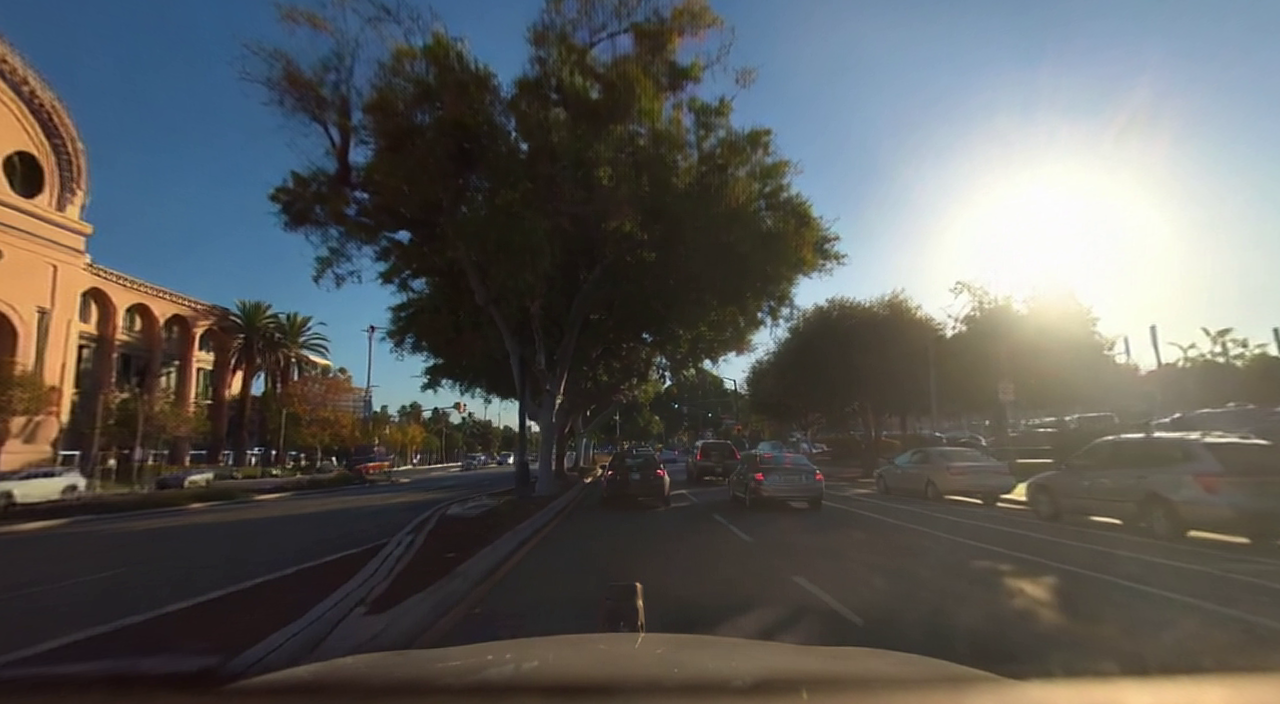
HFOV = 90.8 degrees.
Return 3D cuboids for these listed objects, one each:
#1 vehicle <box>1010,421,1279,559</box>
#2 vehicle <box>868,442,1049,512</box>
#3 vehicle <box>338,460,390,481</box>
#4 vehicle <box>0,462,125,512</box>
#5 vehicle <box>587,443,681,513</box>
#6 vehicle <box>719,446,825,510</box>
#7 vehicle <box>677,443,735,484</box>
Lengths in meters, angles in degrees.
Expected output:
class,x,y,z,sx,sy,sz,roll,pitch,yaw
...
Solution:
class,x,y,z,sx,sy,sz,roll,pitch,yaw
vehicle,8.532,2.094,10.370,1.994,1.715,4.777,0,-9,0
vehicle,8.161,3.222,16.873,1.970,1.559,4.911,1,-9,-5
vehicle,-21.136,9.068,48.582,1.935,1.479,4.453,0,-9,0
vehicle,-20.919,4.651,22.128,1.856,1.429,4.672,0,-9,-1
vehicle,-0.172,3.040,15.729,2.050,1.521,3.747,0,-9,-1
vehicle,3.346,3.266,16.895,1.833,1.465,4.258,0,-9,-1
vehicle,3.299,5.779,33.392,2.127,1.854,7.971,0,-9,-1
